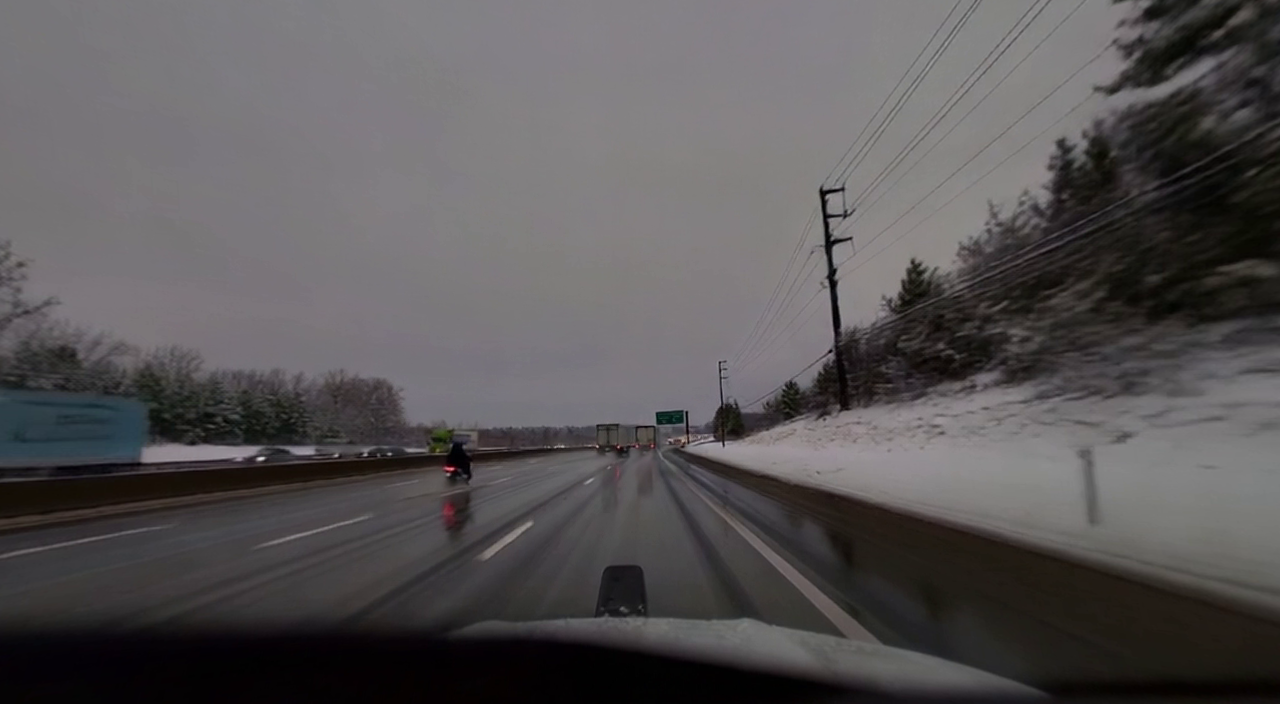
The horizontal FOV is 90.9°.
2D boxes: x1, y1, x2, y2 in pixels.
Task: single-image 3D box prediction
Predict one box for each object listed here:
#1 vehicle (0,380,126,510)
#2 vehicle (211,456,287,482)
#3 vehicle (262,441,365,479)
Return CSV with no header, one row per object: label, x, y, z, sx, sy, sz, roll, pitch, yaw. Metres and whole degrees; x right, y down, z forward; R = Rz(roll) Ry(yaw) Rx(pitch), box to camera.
vehicle,-20.936,2.873,19.430,2.897,3.919,8.383,0,-8,0
vehicle,-24.544,7.338,39.818,1.807,1.477,4.711,0,-8,0
vehicle,-17.221,5.695,33.705,2.334,1.816,5.715,0,-8,1
